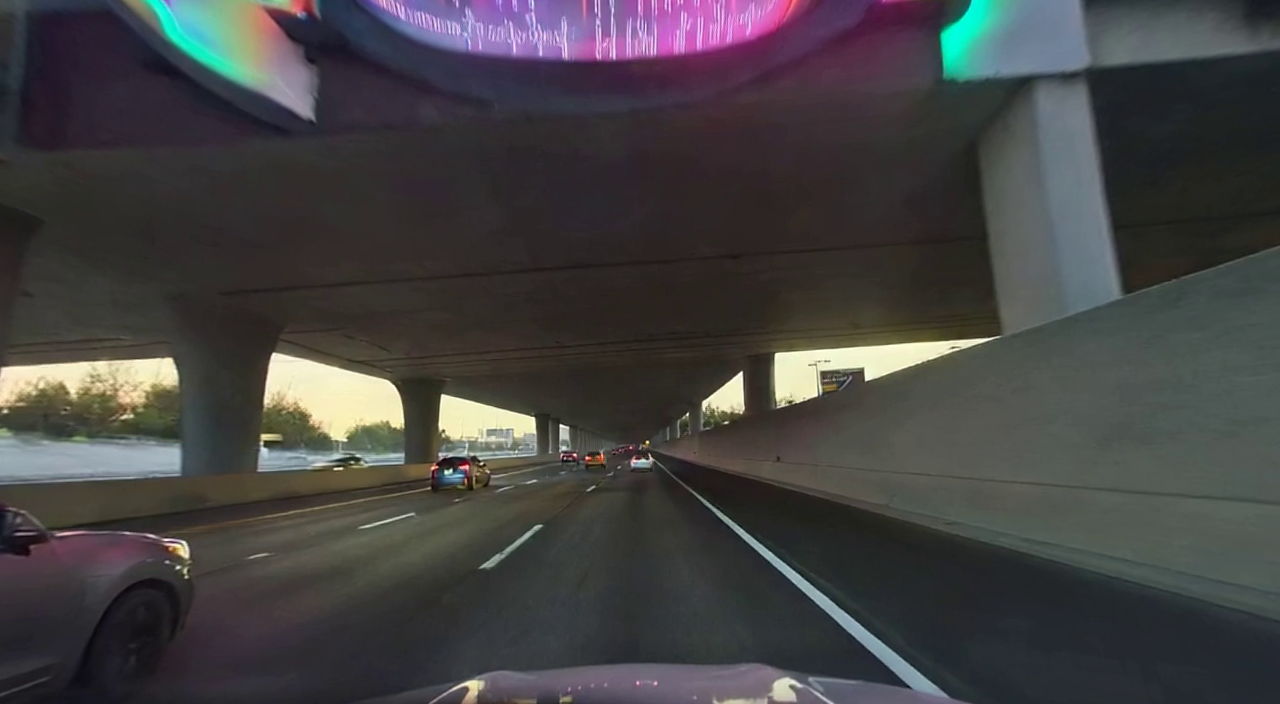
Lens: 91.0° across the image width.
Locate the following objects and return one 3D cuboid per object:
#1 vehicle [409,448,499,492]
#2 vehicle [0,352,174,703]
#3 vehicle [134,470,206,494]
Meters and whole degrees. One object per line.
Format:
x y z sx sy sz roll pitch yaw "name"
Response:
-7.282 4.655 25.266 1.998 1.542 4.953 0 -9 1 "vehicle"
-3.687 0.666 1.235 2.059 1.725 4.521 0 -9 0 "vehicle"
-35.487 9.800 47.693 1.835 1.506 4.726 0 -9 0 "vehicle"
